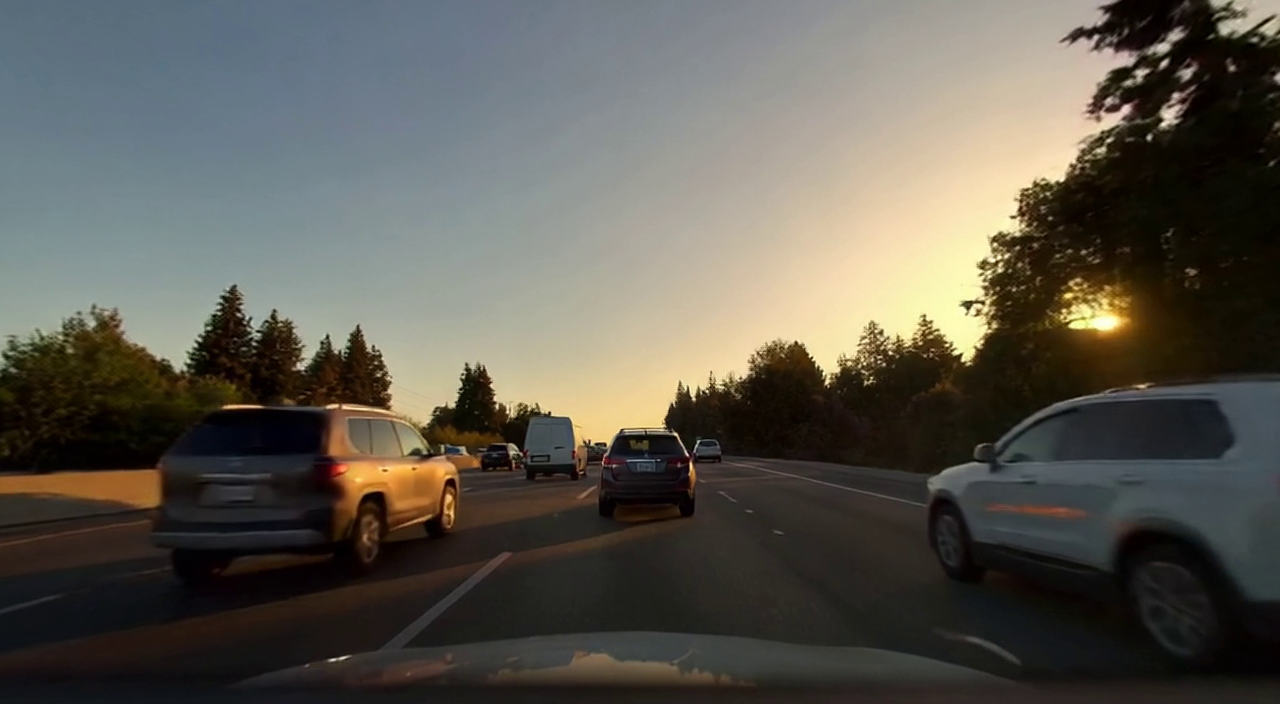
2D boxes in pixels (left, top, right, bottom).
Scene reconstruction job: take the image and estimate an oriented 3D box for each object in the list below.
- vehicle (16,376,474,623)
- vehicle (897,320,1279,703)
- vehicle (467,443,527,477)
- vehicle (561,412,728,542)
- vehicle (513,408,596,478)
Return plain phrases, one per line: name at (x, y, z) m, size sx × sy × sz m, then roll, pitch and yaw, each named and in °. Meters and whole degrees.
vehicle at (-3.473, 1.395, 6.835) m, size 2.142 × 1.808 × 4.266 m, roll 0°, pitch -8°, yaw 0°
vehicle at (3.854, 0.995, 4.120) m, size 2.175 × 1.830 × 5.173 m, roll 0°, pitch -8°, yaw 0°
vehicle at (-6.829, 5.183, 30.473) m, size 1.877 × 1.490 × 4.141 m, roll 0°, pitch -8°, yaw 1°
vehicle at (0.040, 1.983, 10.559) m, size 2.223 × 1.722 × 4.177 m, roll 0°, pitch -8°, yaw 0°
vehicle at (-3.124, 3.530, 24.450) m, size 2.359 × 2.399 × 5.500 m, roll 0°, pitch -8°, yaw 1°
